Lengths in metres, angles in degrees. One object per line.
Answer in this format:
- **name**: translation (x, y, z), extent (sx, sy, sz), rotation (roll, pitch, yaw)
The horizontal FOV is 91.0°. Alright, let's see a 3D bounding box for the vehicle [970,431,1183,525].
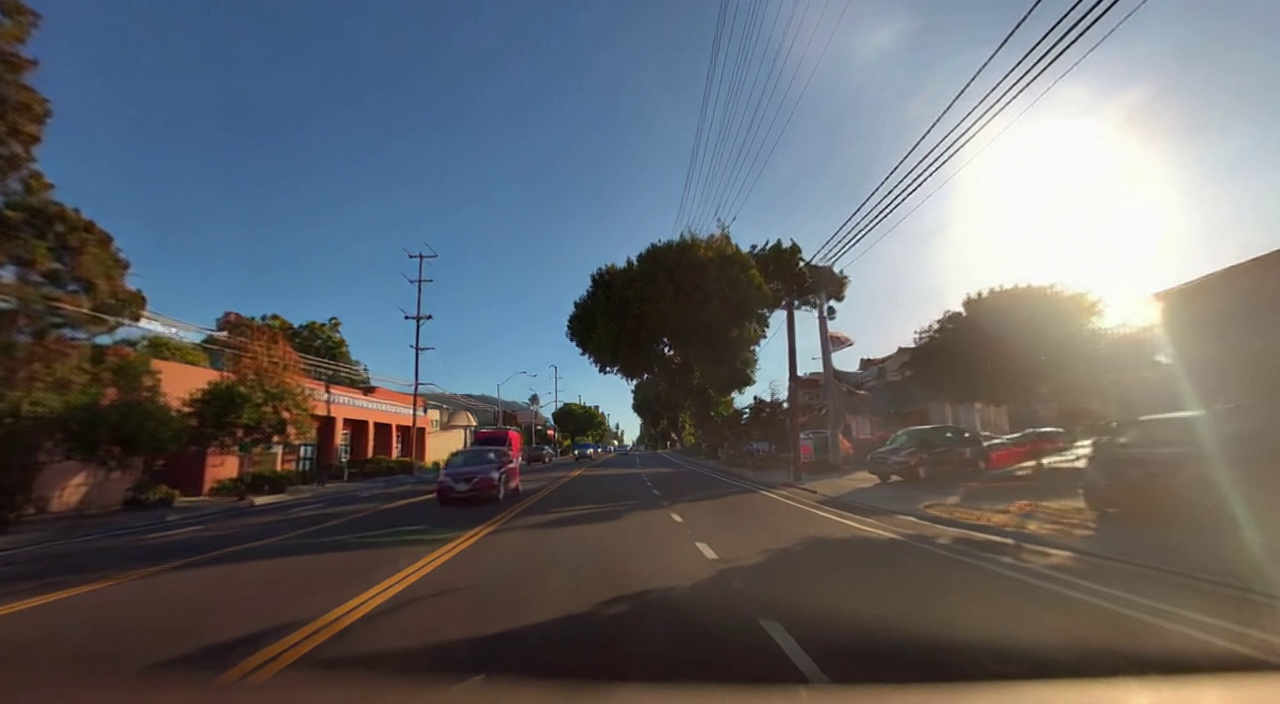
- **vehicle**: translation (9.177, 2.504, 13.149), extent (4.480, 1.616, 2.180), rotation (6, -10, -36)

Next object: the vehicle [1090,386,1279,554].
- **vehicle**: translation (9.662, 1.751, 9.888), extent (5.414, 2.035, 2.476), rotation (6, -10, -36)

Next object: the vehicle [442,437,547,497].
- **vehicle**: translation (-4.180, 3.368, 18.852), extent (1.998, 1.562, 4.433), rotation (0, -8, 1)

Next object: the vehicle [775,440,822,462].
- **vehicle**: translation (11.679, 7.298, 46.656), extent (2.143, 1.518, 4.893), rotation (0, -8, -1)

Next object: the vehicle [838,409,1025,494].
- **vehicle**: translation (9.484, 3.135, 20.204), extent (6.532, 2.291, 2.575), rotation (6, -10, -37)
